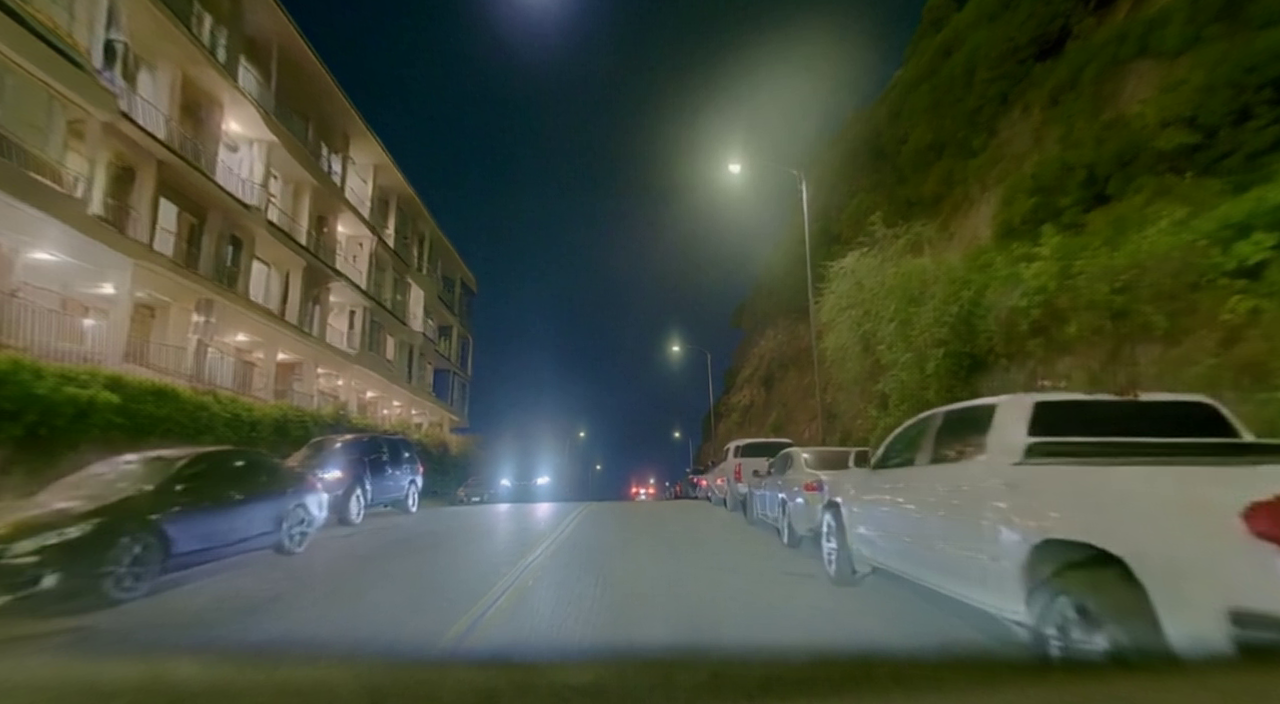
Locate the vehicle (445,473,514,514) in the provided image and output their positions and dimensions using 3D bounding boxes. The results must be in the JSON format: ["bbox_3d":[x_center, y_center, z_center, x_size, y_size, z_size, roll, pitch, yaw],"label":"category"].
[{"bbox_3d":[-6.705,5.954,26.775,1.772,1.415,4.361,1,-9,0],"label":"vehicle"}]

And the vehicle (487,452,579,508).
[{"bbox_3d":[-3.378,4.311,20.873,2.102,1.621,4.627,0,-13,1],"label":"vehicle"}]

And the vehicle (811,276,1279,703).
[{"bbox_3d":[2.788,1.033,4.003,2.072,1.830,4.744,0,-8,0],"label":"vehicle"}]

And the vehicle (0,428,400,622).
[{"bbox_3d":[-5.116,1.689,7.319,1.856,1.474,4.522,-3,-9,18],"label":"vehicle"}]

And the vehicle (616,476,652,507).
[{"bbox_3d":[-0.422,9.073,41.186,2.201,1.731,3.854,1,-8,-3],"label":"vehicle"}]
